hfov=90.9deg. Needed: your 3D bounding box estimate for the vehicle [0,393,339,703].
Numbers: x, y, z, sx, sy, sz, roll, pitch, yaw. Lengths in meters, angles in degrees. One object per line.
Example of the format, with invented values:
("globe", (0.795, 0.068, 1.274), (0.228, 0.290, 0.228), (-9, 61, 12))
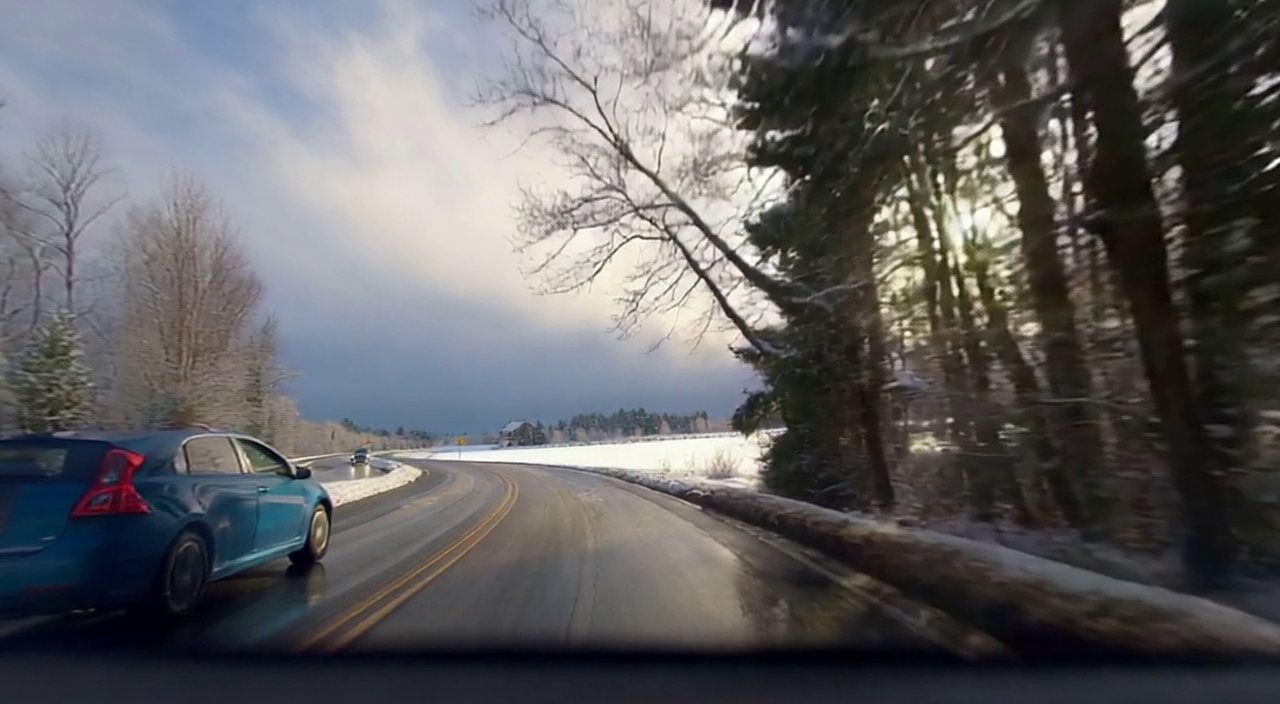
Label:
("vehicle", (-4.423, 1.324, 5.261), (2.078, 1.607, 3.959), (1, -9, -4))
